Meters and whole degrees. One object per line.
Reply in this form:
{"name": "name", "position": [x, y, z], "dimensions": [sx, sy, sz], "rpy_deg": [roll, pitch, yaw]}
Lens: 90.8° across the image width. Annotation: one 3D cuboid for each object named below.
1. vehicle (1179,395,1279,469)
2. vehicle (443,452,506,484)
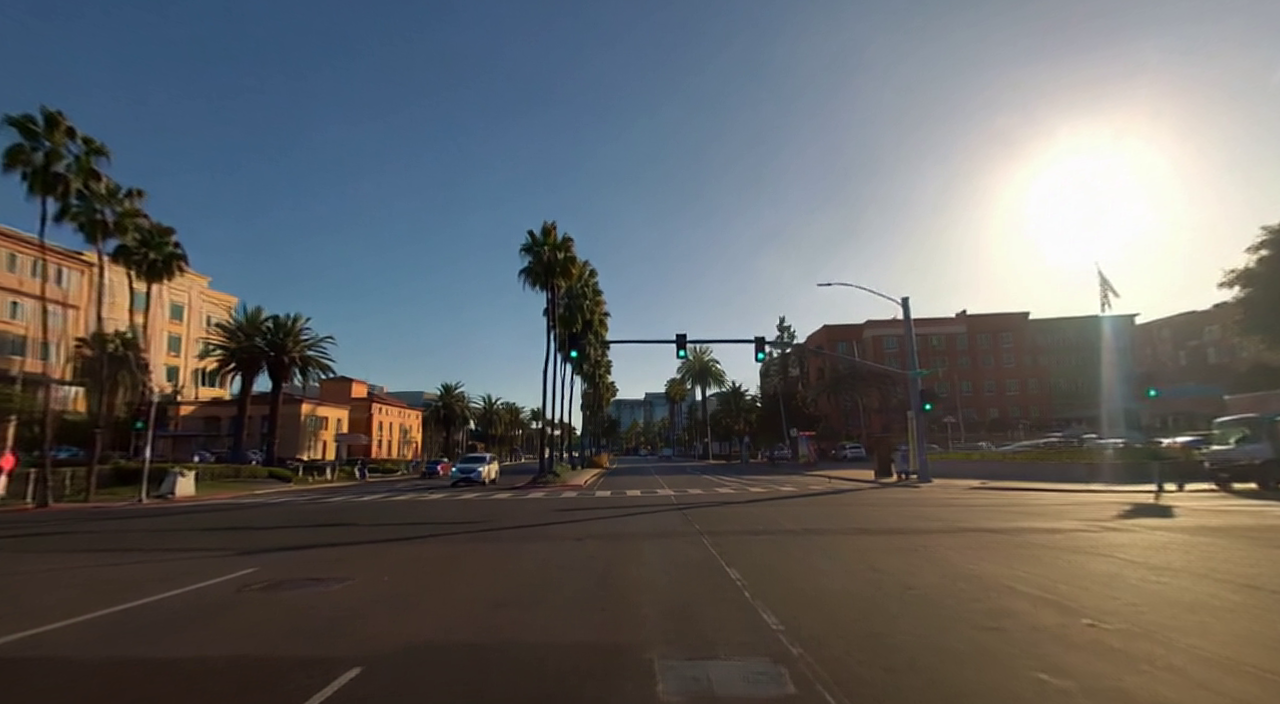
{"name": "vehicle", "position": [32.827, 3.948, 31.230], "dimensions": [2.863, 3.609, 10.252], "rpy_deg": [0, -9, -3]}
{"name": "vehicle", "position": [-8.671, 6.094, 33.518], "dimensions": [2.095, 1.482, 4.523], "rpy_deg": [0, -9, 1]}
